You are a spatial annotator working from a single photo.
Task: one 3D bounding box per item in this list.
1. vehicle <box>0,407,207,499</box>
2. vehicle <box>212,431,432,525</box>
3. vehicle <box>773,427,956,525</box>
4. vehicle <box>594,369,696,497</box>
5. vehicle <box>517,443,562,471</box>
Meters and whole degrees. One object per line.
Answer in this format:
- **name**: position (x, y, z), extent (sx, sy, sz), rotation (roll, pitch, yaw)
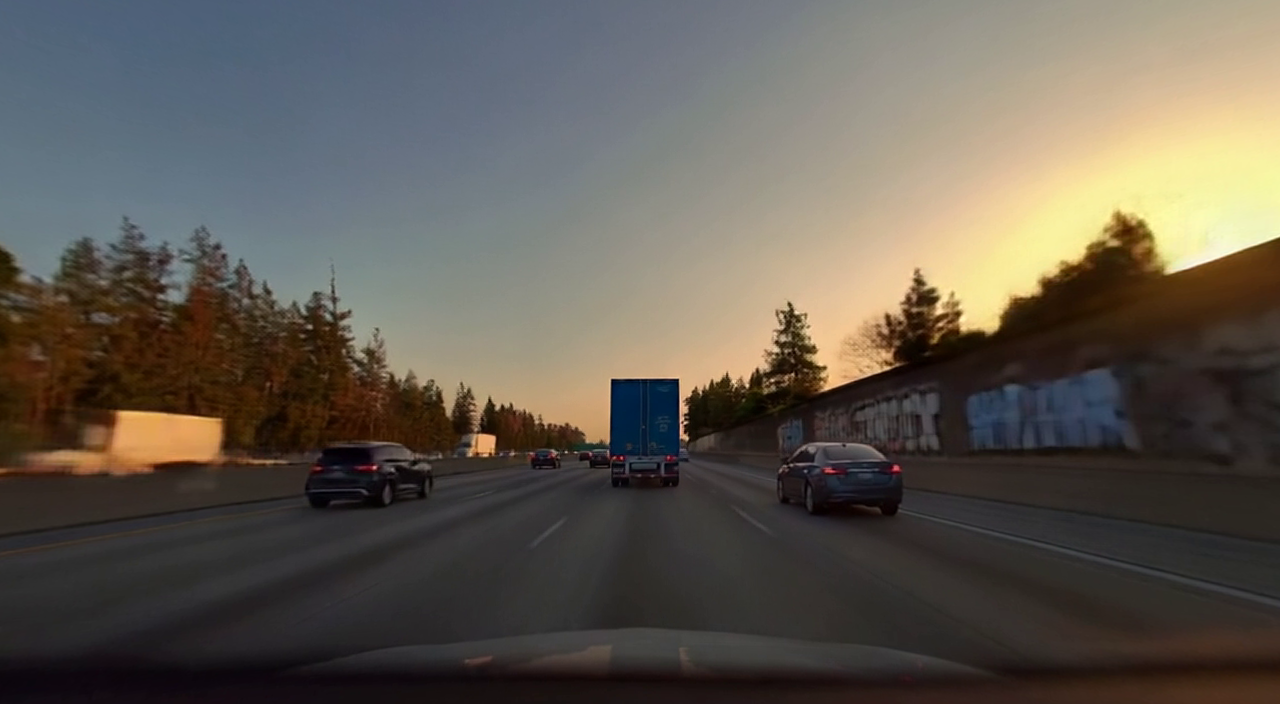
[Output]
- **vehicle**: position (-17.870, 3.401, 21.291), extent (2.179, 2.650, 5.861), rotation (0, -9, 1)
- **vehicle**: position (-6.498, 2.631, 13.723), extent (2.134, 1.662, 4.851), rotation (0, -9, 2)
- **vehicle**: position (4.375, 2.505, 13.224), extent (2.205, 1.689, 4.403), rotation (0, -9, 0)
- **vehicle**: position (0.154, 3.083, 23.133), extent (2.915, 3.661, 9.741), rotation (0, -9, 0)
- **vehicle**: position (-6.198, 6.555, 39.426), extent (2.005, 1.607, 4.042), rotation (-1, -9, 2)
